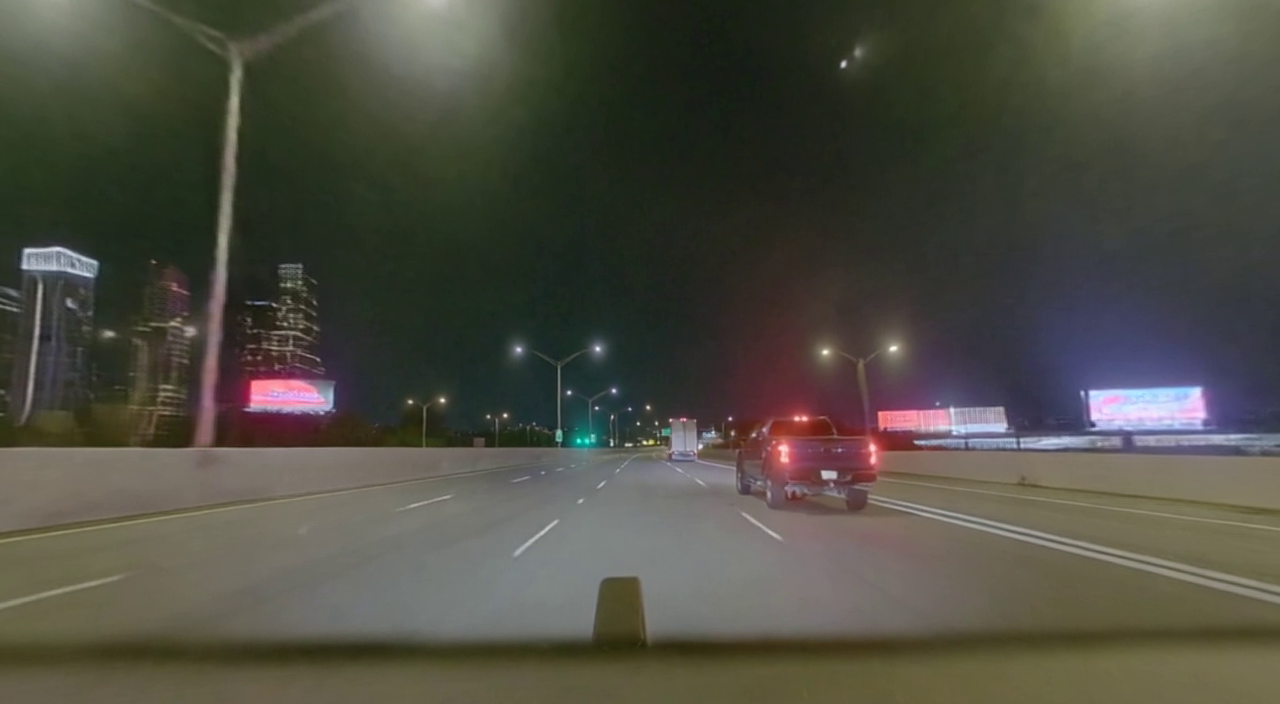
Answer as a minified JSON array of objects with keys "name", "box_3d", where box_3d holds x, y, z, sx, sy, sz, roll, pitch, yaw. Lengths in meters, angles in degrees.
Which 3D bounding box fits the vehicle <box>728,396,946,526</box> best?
[{"name":"vehicle","box_3d":[3.733,2.305,13.743,2.740,2.157,6.300,0,-9,0]}]
